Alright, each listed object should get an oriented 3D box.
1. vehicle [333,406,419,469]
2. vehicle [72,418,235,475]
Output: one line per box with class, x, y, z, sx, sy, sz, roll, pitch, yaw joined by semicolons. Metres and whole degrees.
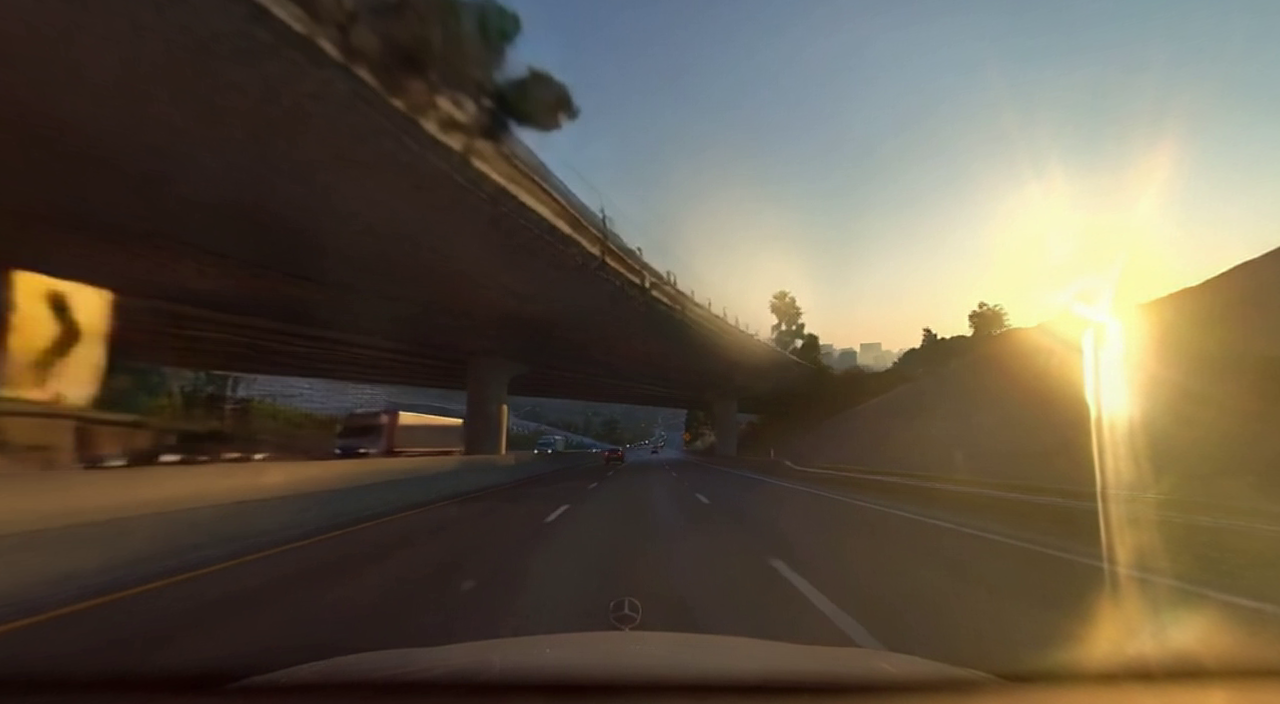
vehicle;-17.667;5.851;42.698;2.962;3.939;6.060;0;-9;2
vehicle;-14.789;2.935;19.505;1.753;1.556;4.053;0;-9;1
